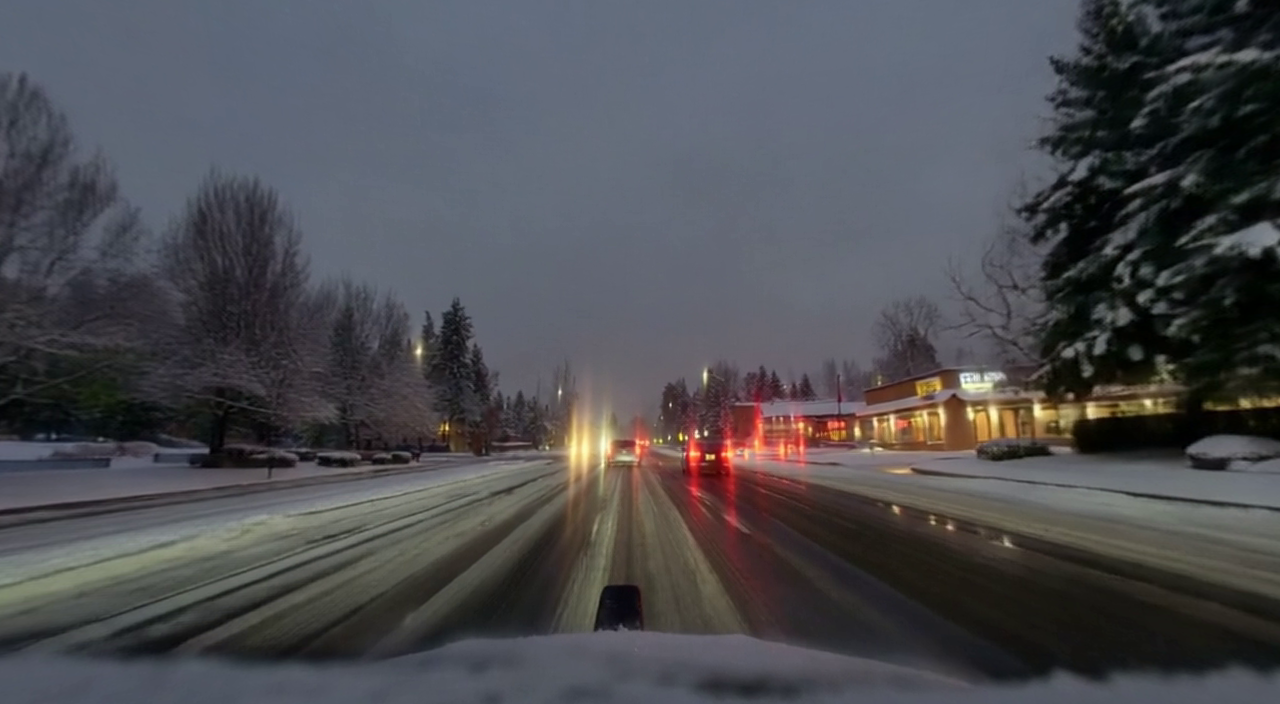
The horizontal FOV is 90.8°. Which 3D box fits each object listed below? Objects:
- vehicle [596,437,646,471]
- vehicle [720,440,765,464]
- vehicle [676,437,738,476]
[{"bbox_3d":[-0.867,4.901,30.557,2.242,1.474,4.127,0,-8,0],"label":"vehicle"},{"bbox_3d":[6.329,6.230,39.376,2.068,1.393,3.874,0,-8,-1],"label":"vehicle"},{"bbox_3d":[2.714,4.380,26.781,2.057,1.491,4.675,0,-8,-1],"label":"vehicle"}]
